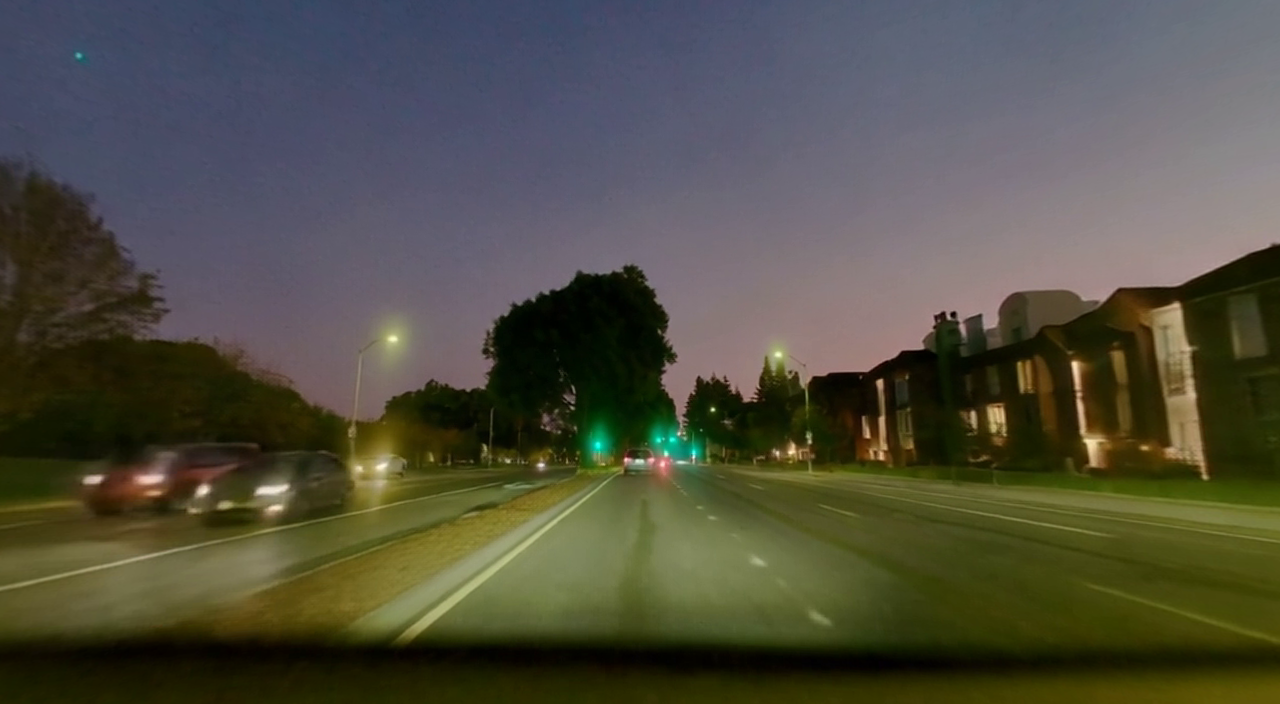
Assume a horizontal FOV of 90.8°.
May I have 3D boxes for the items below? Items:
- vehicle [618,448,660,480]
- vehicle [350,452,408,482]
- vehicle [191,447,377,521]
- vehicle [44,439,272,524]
[{"bbox_3d":[0.011,5.919,33.652,2.093,1.591,4.247,0,-9,1],"label":"vehicle"},{"bbox_3d":[-18.387,8.064,44.753,2.048,1.955,4.692,0,-9,1],"label":"vehicle"},{"bbox_3d":[-8.469,3.132,15.621,1.957,1.527,4.411,0,-9,1],"label":"vehicle"},{"bbox_3d":[-11.809,3.160,16.064,2.052,1.808,4.716,0,-8,0],"label":"vehicle"}]
